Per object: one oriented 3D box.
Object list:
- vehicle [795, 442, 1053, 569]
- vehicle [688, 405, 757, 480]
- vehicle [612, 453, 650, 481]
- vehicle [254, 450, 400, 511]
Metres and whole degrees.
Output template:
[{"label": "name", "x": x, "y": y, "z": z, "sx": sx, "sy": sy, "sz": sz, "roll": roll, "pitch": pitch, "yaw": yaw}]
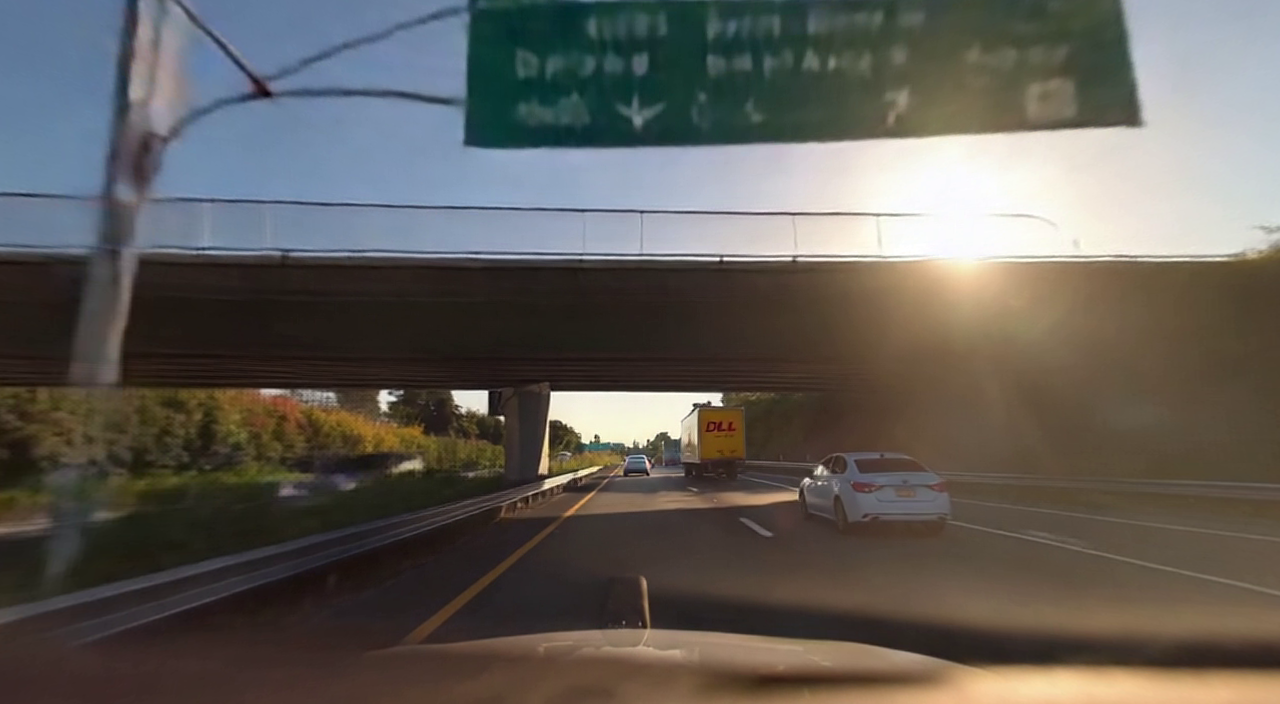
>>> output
[{"label": "vehicle", "x": 3.854, "y": 2.130, "z": 9.527, "sx": 1.894, "sy": 1.452, "sz": 4.164, "roll": 0, "pitch": -9, "yaw": -1}, {"label": "vehicle", "x": 4.703, "y": 5.442, "z": 37.767, "sx": 2.838, "sy": 3.985, "sz": 8.010, "roll": 0, "pitch": -9, "yaw": -1}, {"label": "vehicle", "x": -0.484, "y": 6.388, "z": 35.316, "sx": 2.055, "sy": 1.445, "sz": 3.661, "roll": 0, "pitch": -9, "yaw": 0}, {"label": "vehicle", "x": -8.769, "y": 3.592, "z": 18.157, "sx": 1.964, "sy": 1.521, "sz": 4.348, "roll": 0, "pitch": -9, "yaw": 0}]
